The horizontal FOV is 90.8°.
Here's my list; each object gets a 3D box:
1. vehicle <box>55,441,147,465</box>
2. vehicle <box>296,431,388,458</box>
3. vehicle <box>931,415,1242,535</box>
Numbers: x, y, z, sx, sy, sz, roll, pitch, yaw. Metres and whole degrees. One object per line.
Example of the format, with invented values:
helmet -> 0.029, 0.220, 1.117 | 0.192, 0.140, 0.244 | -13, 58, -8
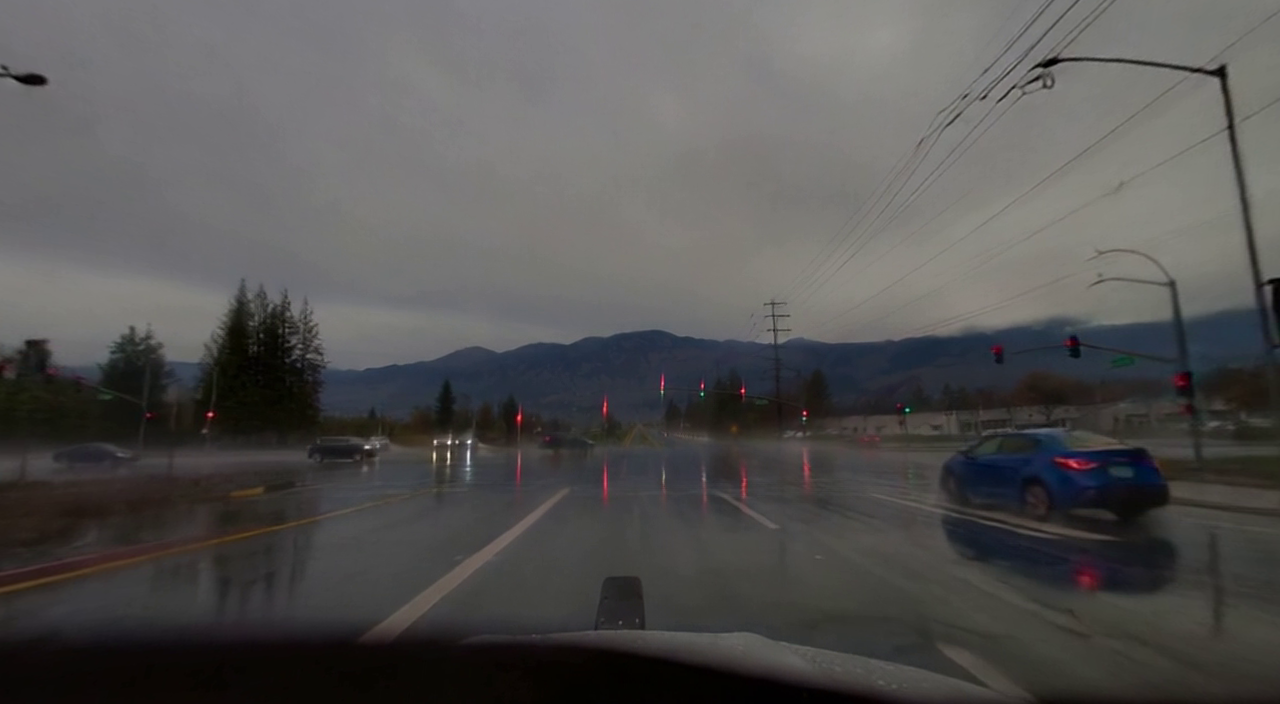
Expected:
vehicle -> -35.803, 6.722, 42.050 | 4.218, 1.542, 2.044 | 0, -8, -1
vehicle -> -20.541, 6.405, 43.778 | 5.228, 1.805, 2.246 | 2, -9, -11
vehicle -> 7.010, 1.977, 10.754 | 1.899, 1.570, 4.666 | 0, -8, 0
